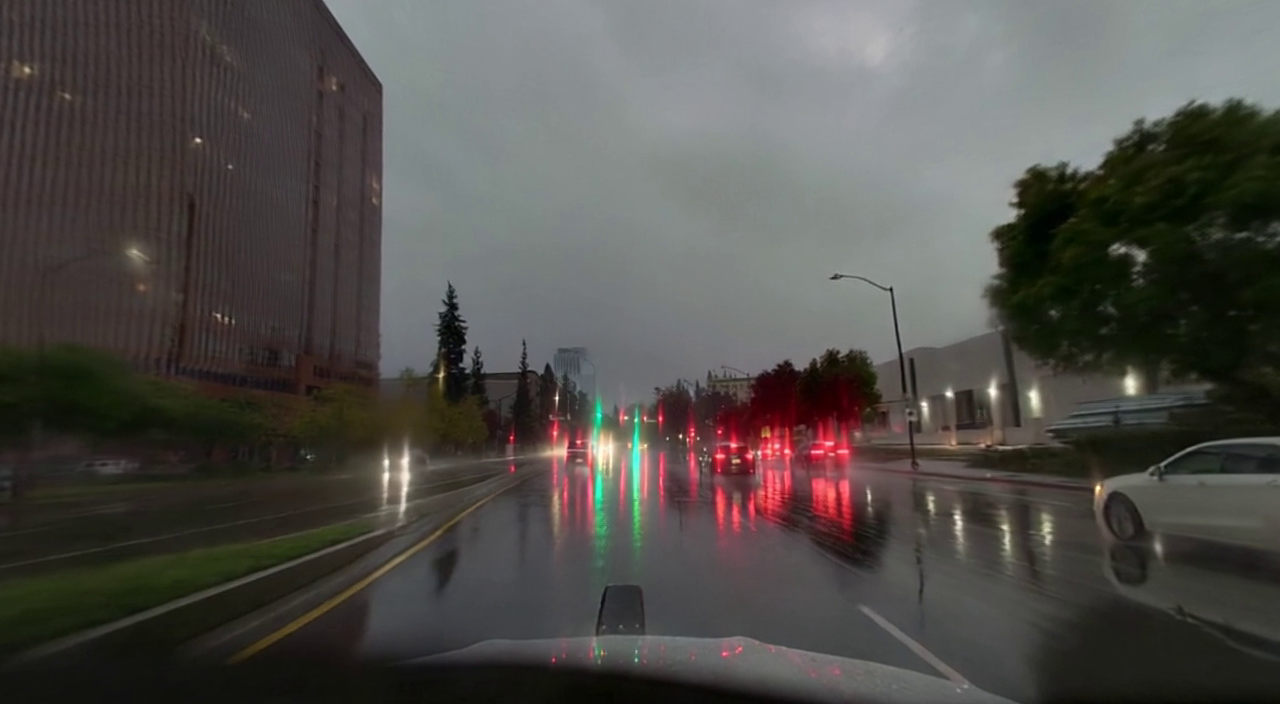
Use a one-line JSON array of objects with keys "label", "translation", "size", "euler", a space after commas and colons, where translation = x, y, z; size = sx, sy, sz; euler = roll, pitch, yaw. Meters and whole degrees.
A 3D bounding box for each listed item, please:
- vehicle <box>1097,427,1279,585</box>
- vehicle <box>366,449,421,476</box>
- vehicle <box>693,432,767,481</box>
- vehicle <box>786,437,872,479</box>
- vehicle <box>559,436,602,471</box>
[{"label": "vehicle", "translation": [6.821, 1.418, 5.861], "size": [1.830, 1.443, 4.351], "euler": [0, -8, -1]}, {"label": "vehicle", "translation": [-16.781, 7.502, 43.297], "size": [1.954, 1.699, 4.542], "euler": [0, -8, 0]}, {"label": "vehicle", "translation": [3.515, 4.201, 25.641], "size": [2.152, 1.742, 4.704], "euler": [0, -8, -2]}, {"label": "vehicle", "translation": [7.518, 4.256, 25.628], "size": [1.944, 1.503, 4.723], "euler": [0, -8, -1]}, {"label": "vehicle", "translation": [-3.242, 5.630, 35.232], "size": [2.155, 1.797, 3.989], "euler": [0, -8, -2]}]
